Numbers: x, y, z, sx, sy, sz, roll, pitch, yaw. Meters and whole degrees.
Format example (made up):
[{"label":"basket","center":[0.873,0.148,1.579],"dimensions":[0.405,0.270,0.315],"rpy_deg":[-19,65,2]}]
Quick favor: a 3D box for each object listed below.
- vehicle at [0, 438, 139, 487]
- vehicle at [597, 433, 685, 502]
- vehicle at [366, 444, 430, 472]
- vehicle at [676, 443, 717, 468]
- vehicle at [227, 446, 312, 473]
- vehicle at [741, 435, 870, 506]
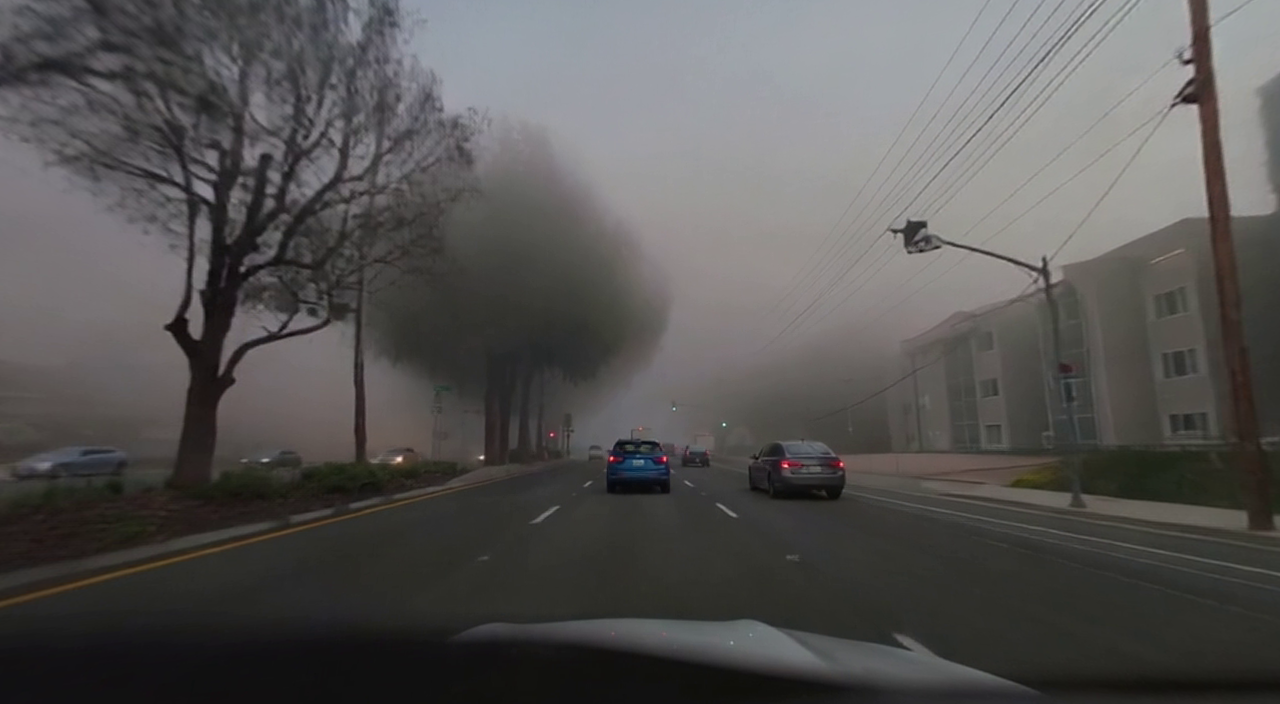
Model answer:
[{"label":"vehicle","center":[-22.323,4.249,24.528],"dimensions":[1.982,1.699,4.421],"rpy_deg":[0,-9,1]},{"label":"vehicle","center":[-0.013,3.045,17.056],"dimensions":[2.073,1.606,3.933],"rpy_deg":[0,-9,-1]},{"label":"vehicle","center":[-13.925,6.122,36.611],"dimensions":[2.031,1.490,4.284],"rpy_deg":[0,-9,0]},{"label":"vehicle","center":[3.430,6.425,39.318],"dimensions":[2.054,1.461,4.321],"rpy_deg":[0,-9,-2]},{"label":"vehicle","center":[-21.391,6.207,36.745],"dimensions":[2.026,1.496,4.680],"rpy_deg":[0,-9,2]},{"label":"vehicle","center":[4.028,2.961,16.255],"dimensions":[2.086,1.534,4.351],"rpy_deg":[0,-9,-1]}]
